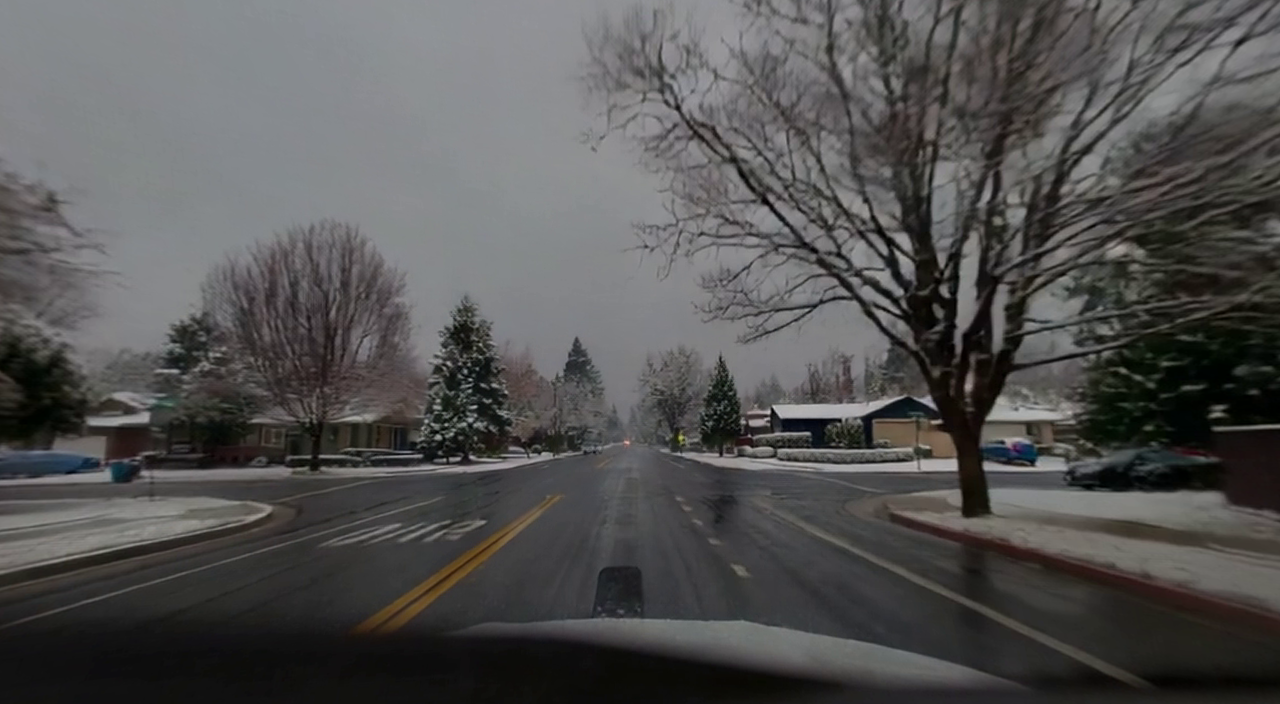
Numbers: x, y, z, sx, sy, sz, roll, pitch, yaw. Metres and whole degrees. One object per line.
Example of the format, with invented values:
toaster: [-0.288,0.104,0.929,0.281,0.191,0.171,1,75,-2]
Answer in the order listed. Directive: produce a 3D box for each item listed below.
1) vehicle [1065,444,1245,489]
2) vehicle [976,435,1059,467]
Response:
vehicle: [17.539,3.902,21.707,4.368,1.457,2.031,0,-9,1]
vehicle: [22.905,5.988,38.570,1.879,1.584,4.761,1,-5,-5]
